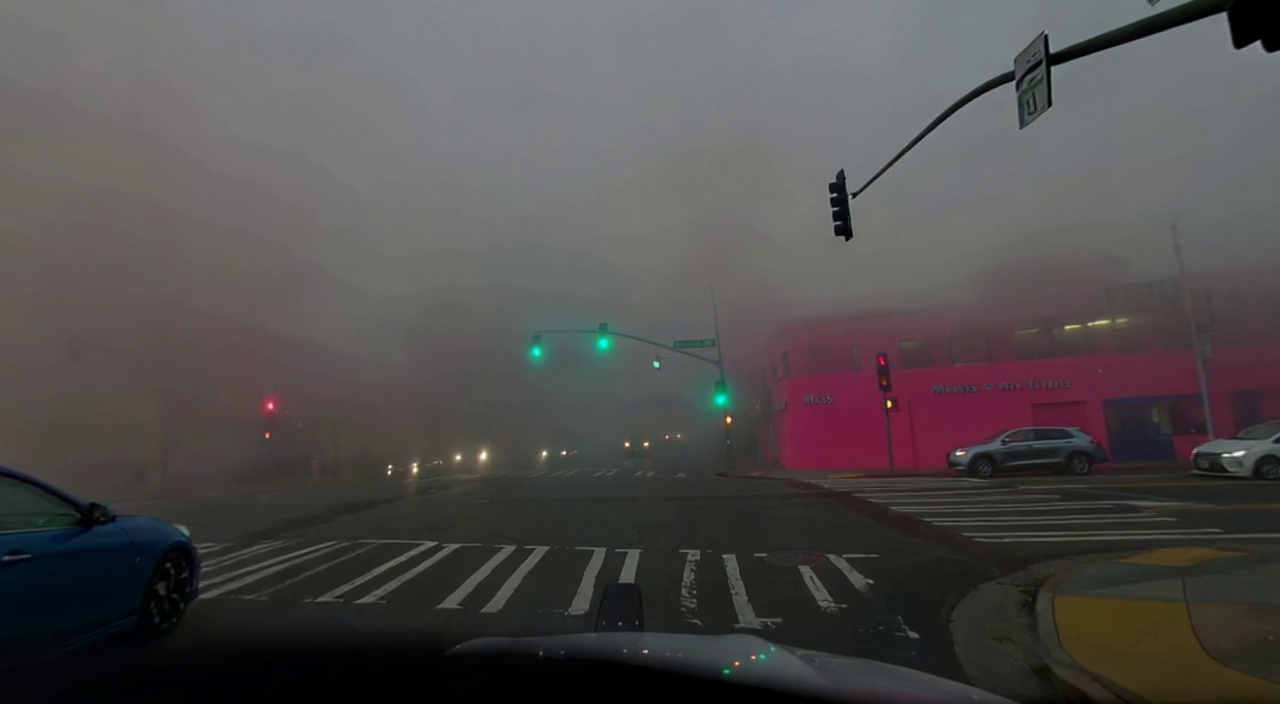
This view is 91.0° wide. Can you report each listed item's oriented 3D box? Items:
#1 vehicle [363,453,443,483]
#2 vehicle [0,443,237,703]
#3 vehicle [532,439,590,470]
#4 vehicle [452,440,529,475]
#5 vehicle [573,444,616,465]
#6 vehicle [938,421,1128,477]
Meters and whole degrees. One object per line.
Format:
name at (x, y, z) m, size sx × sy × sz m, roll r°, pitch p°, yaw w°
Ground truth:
vehicle at (-12.625, 6.173, 33.869) m, size 1.976 × 1.425 × 4.567 m, roll -1°, pitch -9°, yaw 9°
vehicle at (-3.670, 0.979, 2.151) m, size 1.759 × 1.325 × 4.295 m, roll 0°, pitch -9°, yaw 0°
vehicle at (-4.541, 5.984, 36.861) m, size 1.928 × 1.647 × 4.575 m, roll -2°, pitch -9°, yaw 13°
vehicle at (-8.426, 5.976, 36.047) m, size 2.152 × 1.825 × 5.406 m, roll -2°, pitch -9°, yaw 12°
vehicle at (-3.103, 7.156, 43.988) m, size 1.743 × 1.362 × 4.350 m, roll -2°, pitch -9°, yaw 14°
vehicle at (11.555, 2.892, 18.816) m, size 4.355 × 1.546 × 1.820 m, roll -1°, pitch -9°, yaw 6°
